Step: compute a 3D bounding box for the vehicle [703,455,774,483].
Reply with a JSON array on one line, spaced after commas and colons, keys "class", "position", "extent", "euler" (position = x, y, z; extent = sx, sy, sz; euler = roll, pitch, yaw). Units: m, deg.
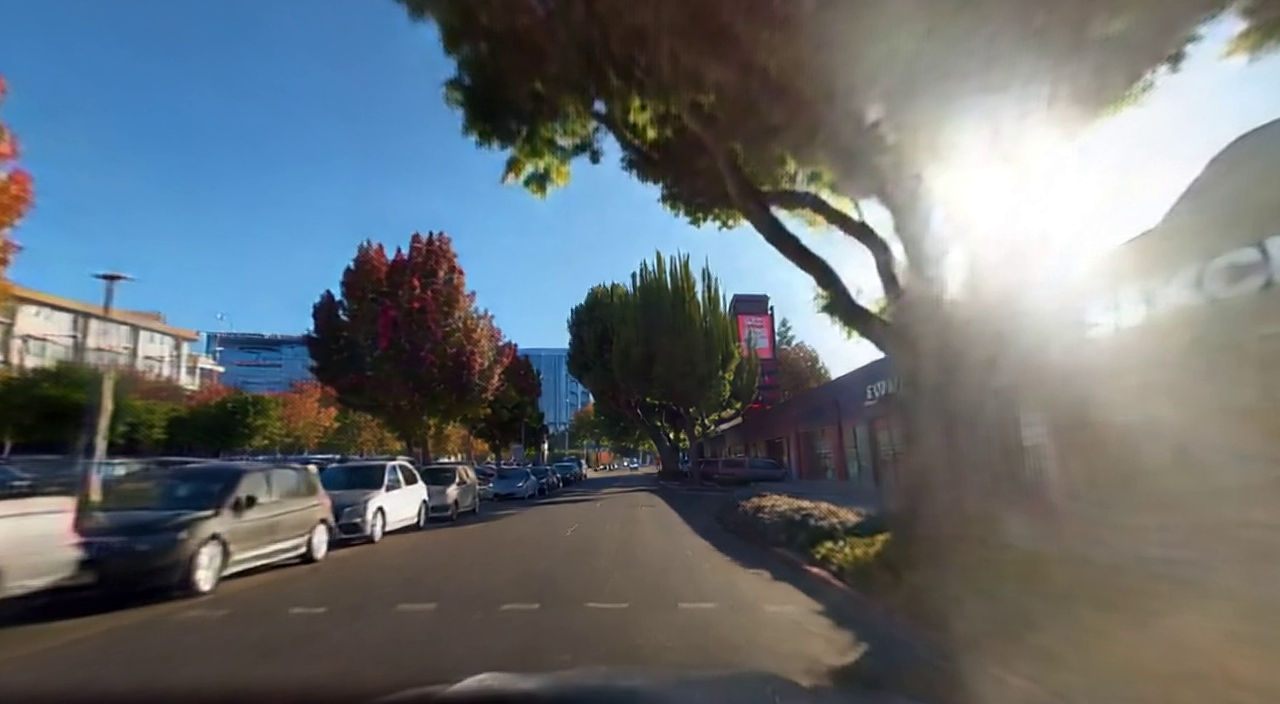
[{"class": "vehicle", "position": [6.258, 7.506, 40.446], "extent": [4.193, 1.665, 1.924], "euler": [1, -11, -1]}]

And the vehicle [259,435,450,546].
[{"class": "vehicle", "position": [-6.004, 3.014, 14.101], "extent": [1.990, 2.011, 4.765], "euler": [1, -11, 0]}]

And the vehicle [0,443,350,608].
[{"class": "vehicle", "position": [-6.011, 2.207, 8.733], "extent": [2.060, 1.688, 4.083], "euler": [1, -11, -1]}]

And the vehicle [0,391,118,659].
[{"class": "vehicle", "position": [-5.858, 0.960, 2.942], "extent": [2.196, 2.001, 5.548], "euler": [1, -11, -3]}]

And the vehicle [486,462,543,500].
[{"class": "vehicle", "position": [-5.883, 6.097, 30.011], "extent": [1.832, 1.623, 4.424], "euler": [1, -11, 0]}]
